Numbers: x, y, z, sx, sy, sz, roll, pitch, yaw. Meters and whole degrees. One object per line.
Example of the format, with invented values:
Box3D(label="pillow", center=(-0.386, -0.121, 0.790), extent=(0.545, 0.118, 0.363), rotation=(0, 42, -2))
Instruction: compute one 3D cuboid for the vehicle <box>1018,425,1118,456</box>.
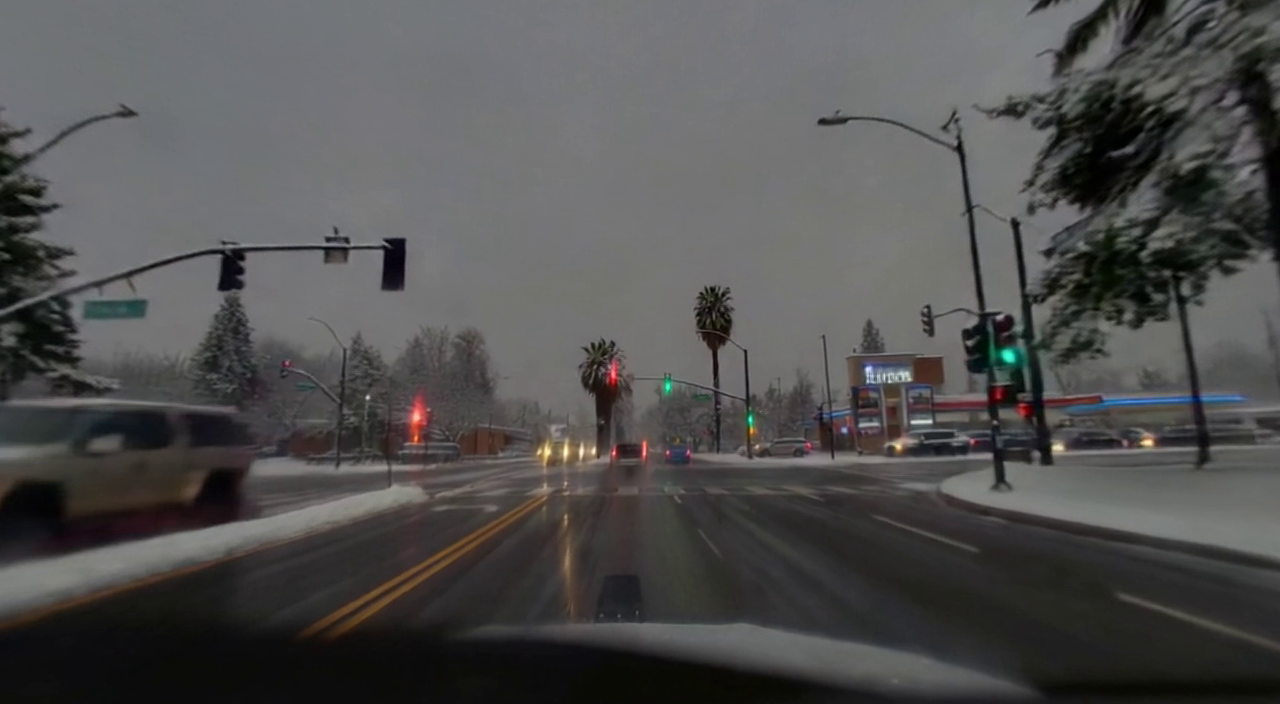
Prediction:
Box3D(label="vehicle", center=(25.043, 5.202, 37.135), extent=(4.473, 1.751, 1.909), rotation=(0, -8, -1))

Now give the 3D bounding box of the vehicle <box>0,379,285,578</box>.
Box3D(label="vehicle", center=(-8.460, 1.799, 9.625), extent=(2.440, 2.225, 6.346), rotation=(0, -8, -1))

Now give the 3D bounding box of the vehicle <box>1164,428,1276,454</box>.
Box3D(label="vehicle", center=(34.101, 5.257, 37.305), extent=(4.668, 1.469, 1.963), rotation=(0, -8, -1))

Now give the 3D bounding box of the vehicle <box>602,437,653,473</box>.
Box3D(label="vehicle", center=(-0.561, 4.637, 28.770), extent=(2.160, 1.508, 4.319), rotation=(0, -8, -1))

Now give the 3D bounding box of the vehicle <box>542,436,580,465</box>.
Box3D(label="vehicle", center=(-5.315, 6.652, 43.012), extent=(2.032, 1.747, 4.479), rotation=(-2, -7, -1))

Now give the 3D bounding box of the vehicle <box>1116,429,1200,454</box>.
Box3D(label="vehicle", center=(33.163, 5.746, 40.598), extent=(3.696, 1.532, 1.927), rotation=(0, -8, -1))

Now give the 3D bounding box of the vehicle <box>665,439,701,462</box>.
Box3D(label="vehicle", center=(2.932, 6.823, 43.909), extent=(2.060, 1.471, 4.168), rotation=(0, -8, -2))

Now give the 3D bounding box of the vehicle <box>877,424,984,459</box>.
Box3D(label="vehicle", center=(17.074, 5.299, 37.348), extent=(5.173, 1.976, 2.223), rotation=(0, -8, 0))
